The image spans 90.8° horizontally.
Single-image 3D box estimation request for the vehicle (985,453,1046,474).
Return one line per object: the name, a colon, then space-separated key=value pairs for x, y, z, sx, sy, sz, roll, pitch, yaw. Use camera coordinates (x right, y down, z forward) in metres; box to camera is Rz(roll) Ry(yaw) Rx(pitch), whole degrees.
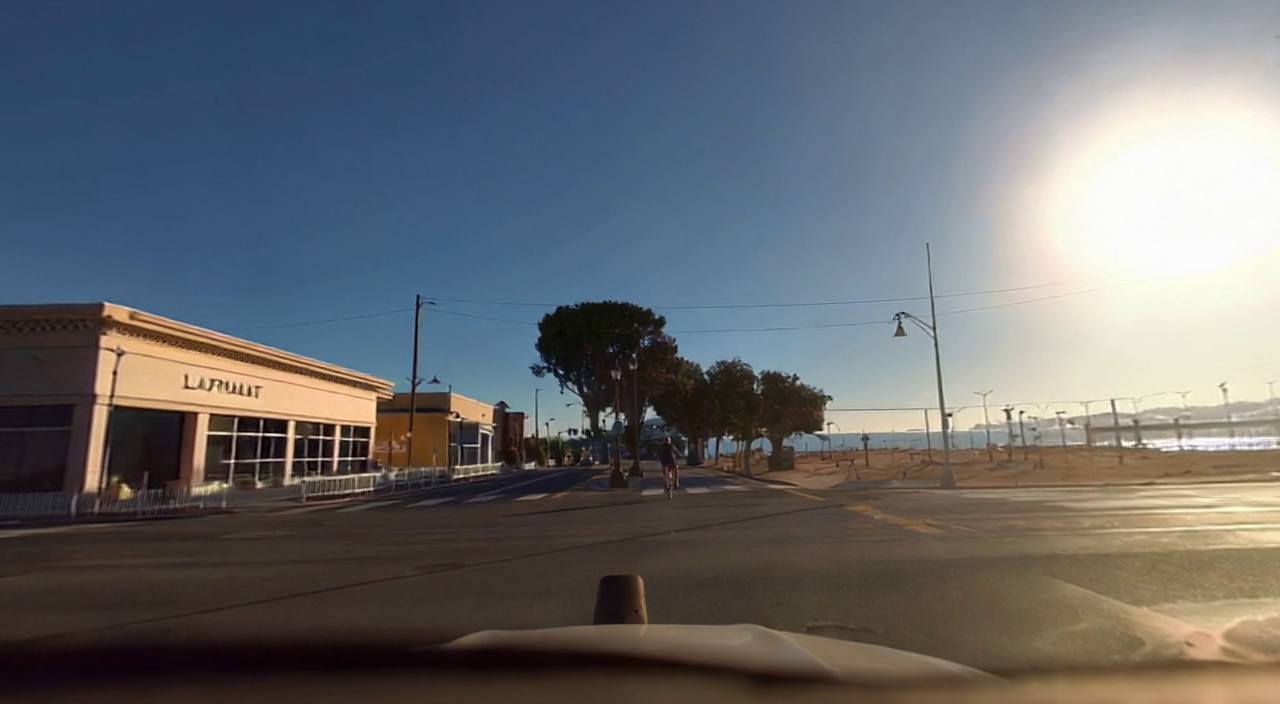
vehicle: x=28.871 y=8.576 z=48.613 sx=3.794 sy=1.403 sz=1.636 roll=-1 pitch=-9 yaw=-12
